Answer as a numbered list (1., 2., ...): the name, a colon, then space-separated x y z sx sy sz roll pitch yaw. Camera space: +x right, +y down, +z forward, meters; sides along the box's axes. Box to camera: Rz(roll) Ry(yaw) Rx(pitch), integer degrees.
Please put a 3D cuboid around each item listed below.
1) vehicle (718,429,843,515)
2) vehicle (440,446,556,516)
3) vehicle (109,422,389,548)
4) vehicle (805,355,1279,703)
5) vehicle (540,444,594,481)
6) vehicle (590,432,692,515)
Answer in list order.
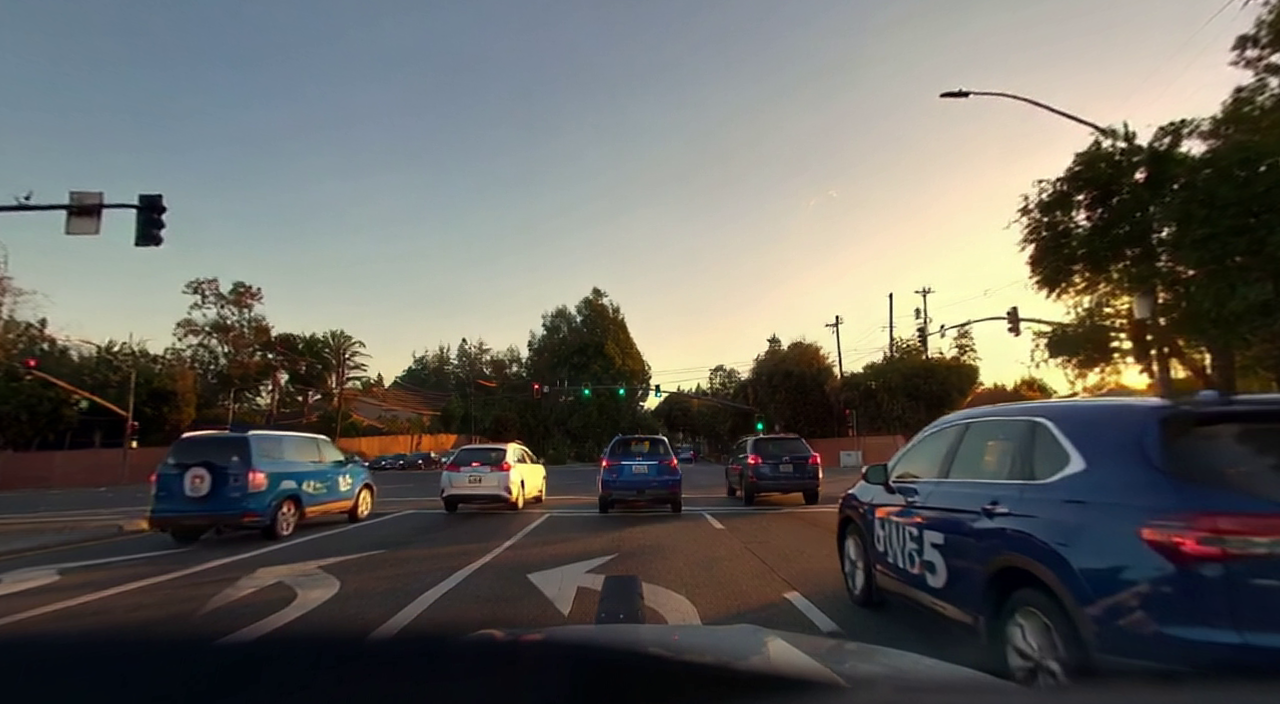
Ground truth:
1. vehicle: 3.267 2.902 15.778 1.999 1.789 4.583 0 -9 -1
2. vehicle: -3.317 3.089 15.712 1.881 1.466 4.484 0 -9 0
3. vehicle: -6.624 2.285 11.555 2.116 1.812 4.609 0 -9 0
4. vehicle: 2.782 1.165 4.410 2.034 1.655 4.465 0 -9 0
5. vehicle: -3.419 5.275 30.379 1.939 1.652 4.268 0 -9 1
6. vehicle: 0.014 2.853 15.246 2.111 1.712 4.078 0 -9 0
